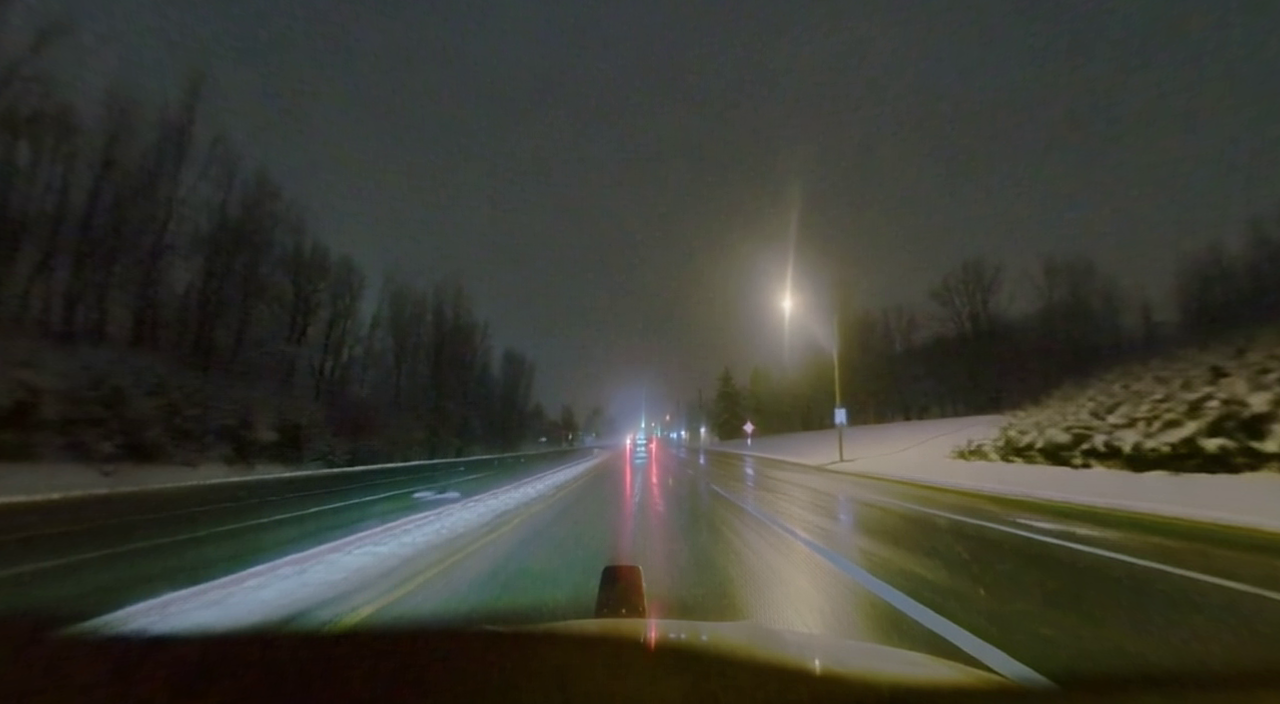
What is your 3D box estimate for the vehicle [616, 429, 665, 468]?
[{"bbox_3d":[0.049,4.695,30.710,2.256,1.734,4.176,0,-8,1],"label":"vehicle"}]
